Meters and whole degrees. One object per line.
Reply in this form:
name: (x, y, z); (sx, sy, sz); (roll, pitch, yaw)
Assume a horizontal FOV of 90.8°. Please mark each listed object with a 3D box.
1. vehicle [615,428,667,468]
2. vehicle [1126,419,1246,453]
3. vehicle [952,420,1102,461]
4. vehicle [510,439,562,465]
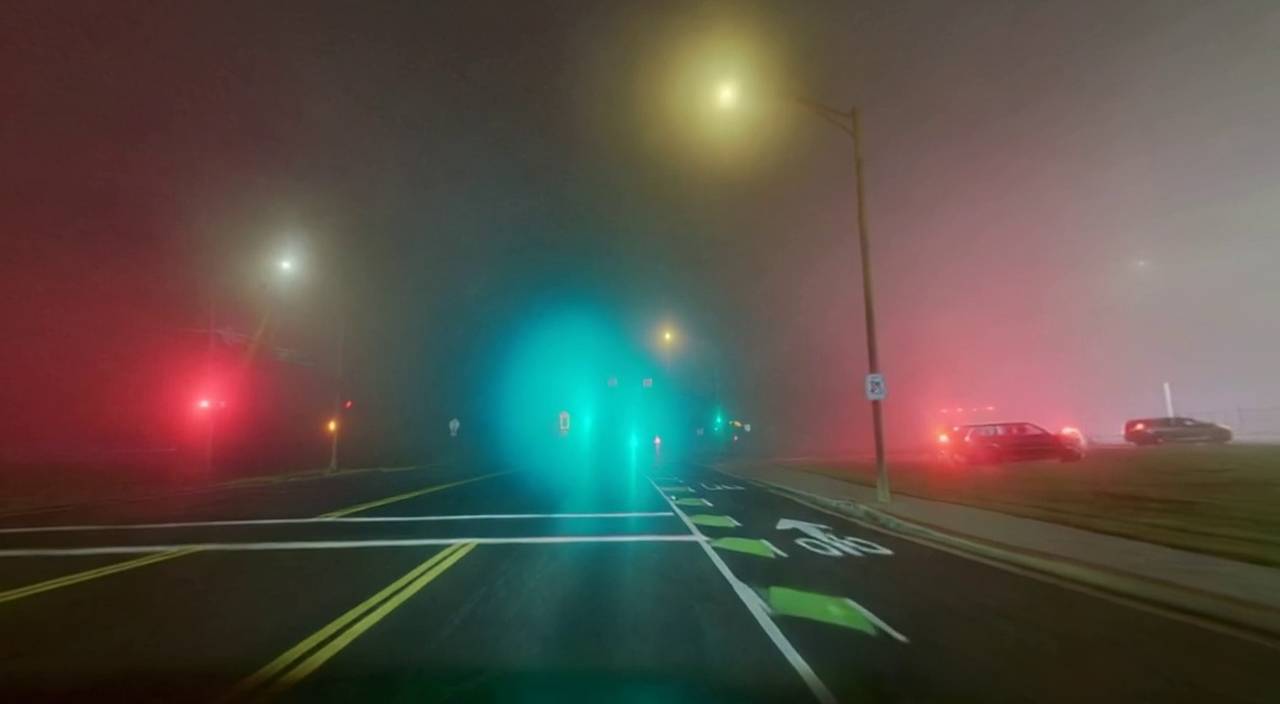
vehicle: (0.132, 4.774, 31.549); (2.230, 1.827, 4.298); (-1, -8, 5)
vehicle: (29.318, 4.499, 34.032); (4.504, 1.759, 1.955); (0, -8, 4)
vehicle: (14.812, 3.435, 24.397); (4.486, 1.494, 1.802); (-1, -8, 5)
vehicle: (-6.369, 6.160, 39.212); (1.939, 1.484, 4.645); (-1, -8, 7)
